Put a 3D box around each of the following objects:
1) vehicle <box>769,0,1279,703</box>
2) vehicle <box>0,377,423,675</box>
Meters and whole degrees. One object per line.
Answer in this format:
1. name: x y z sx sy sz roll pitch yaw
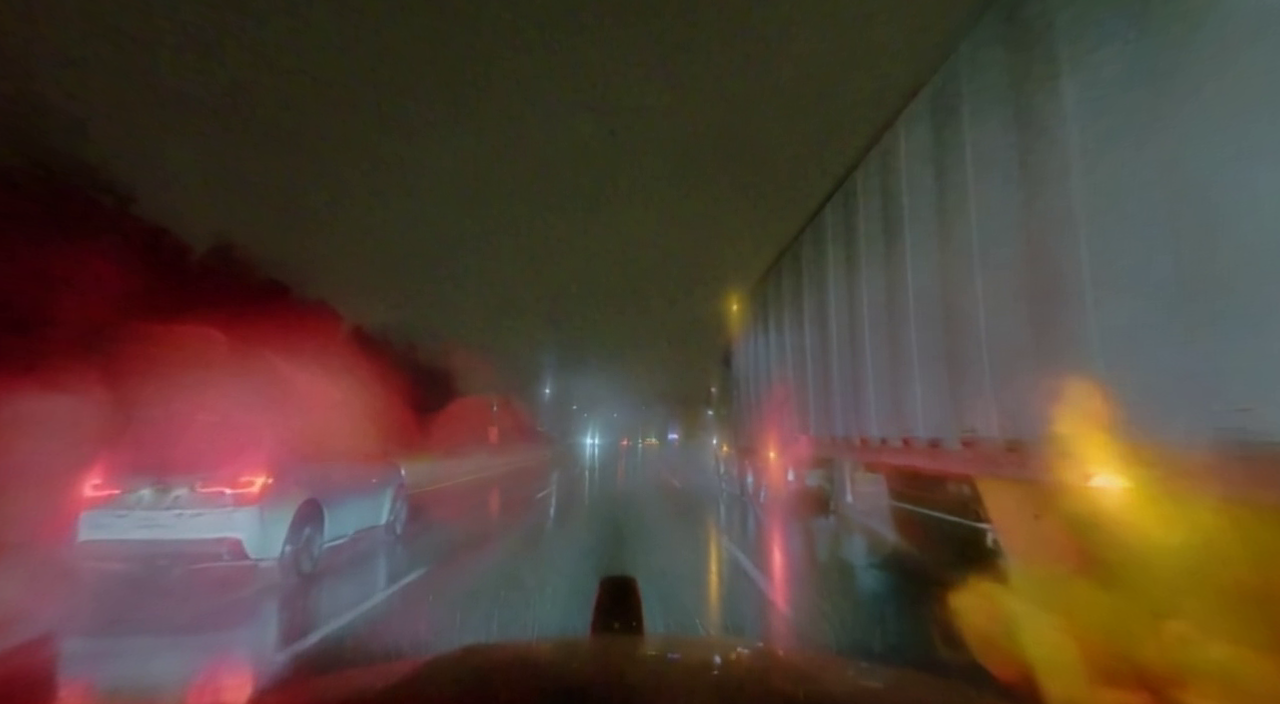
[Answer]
1. vehicle: 3.922 -0.244 5.131 2.850 3.894 13.987 -1 -7 0
2. vehicle: -3.780 1.270 5.805 2.063 1.661 4.439 0 -8 -2
